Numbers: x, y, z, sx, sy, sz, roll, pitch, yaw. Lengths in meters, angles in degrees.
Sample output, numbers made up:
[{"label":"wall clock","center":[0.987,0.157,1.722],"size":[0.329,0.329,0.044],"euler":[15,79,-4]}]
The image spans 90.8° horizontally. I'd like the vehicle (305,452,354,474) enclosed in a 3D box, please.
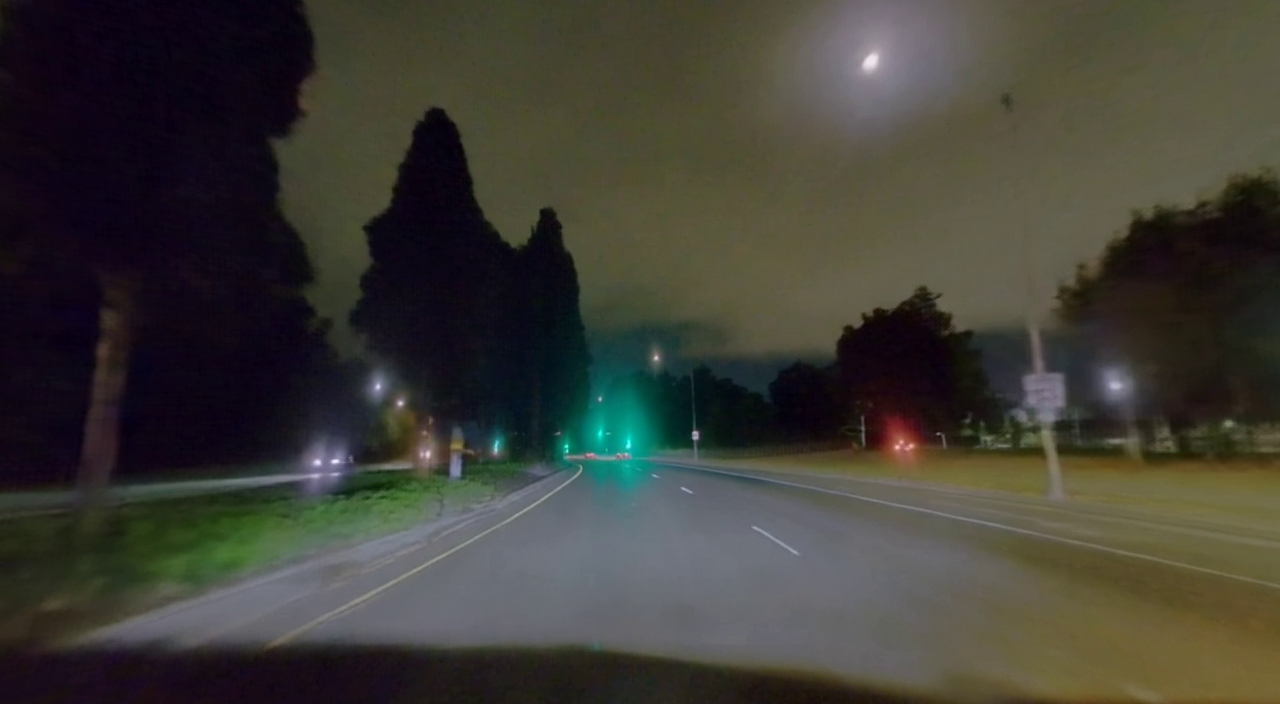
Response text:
[{"label":"vehicle","center":[-24.250,8.640,49.503],"size":[1.895,1.604,4.349],"euler":[1,-8,-5]}]
